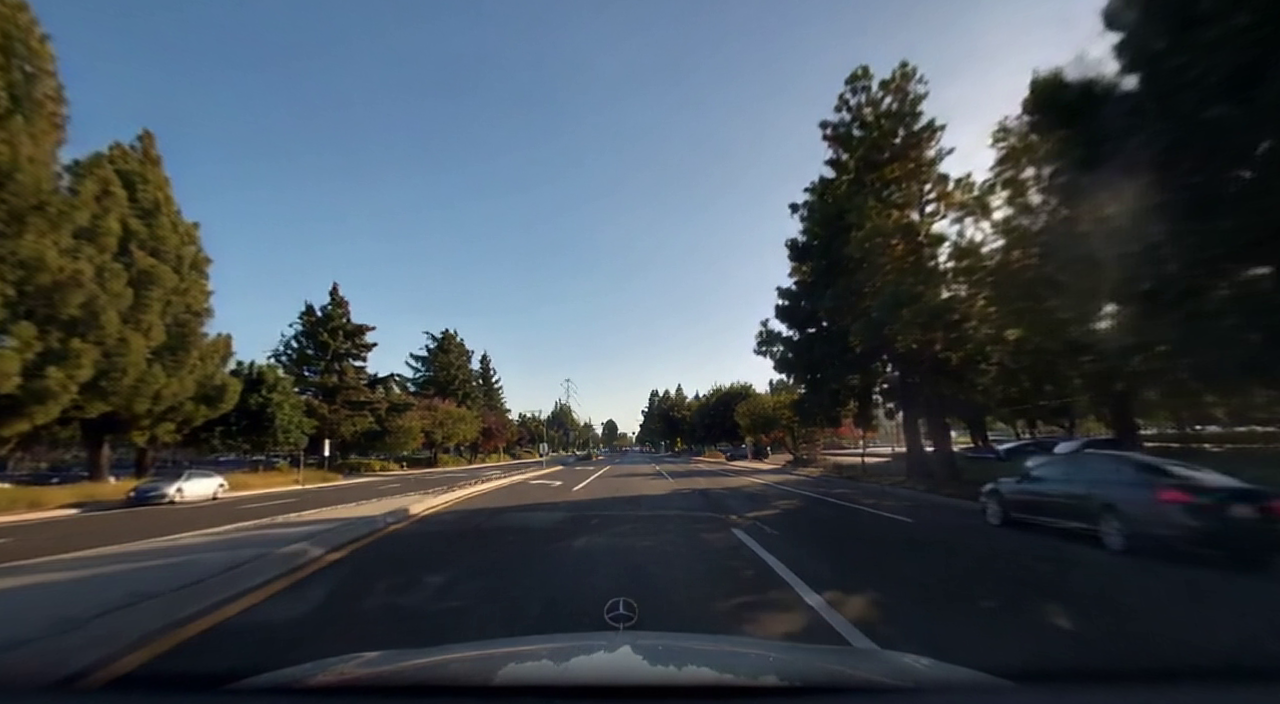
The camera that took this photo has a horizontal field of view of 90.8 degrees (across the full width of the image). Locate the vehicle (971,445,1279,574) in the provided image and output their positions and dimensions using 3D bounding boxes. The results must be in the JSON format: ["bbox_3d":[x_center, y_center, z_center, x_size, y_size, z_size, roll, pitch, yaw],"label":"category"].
[{"bbox_3d":[7.271,2.168,9.584,1.961,1.465,4.468,0,-9,-2],"label":"vehicle"}]

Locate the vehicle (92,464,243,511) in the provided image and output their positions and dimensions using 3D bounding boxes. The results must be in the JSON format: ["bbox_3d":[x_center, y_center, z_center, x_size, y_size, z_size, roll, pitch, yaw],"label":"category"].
[{"bbox_3d":[-17.626,5.046,23.964,1.961,1.437,4.867,0,-9,0],"label":"vehicle"}]
